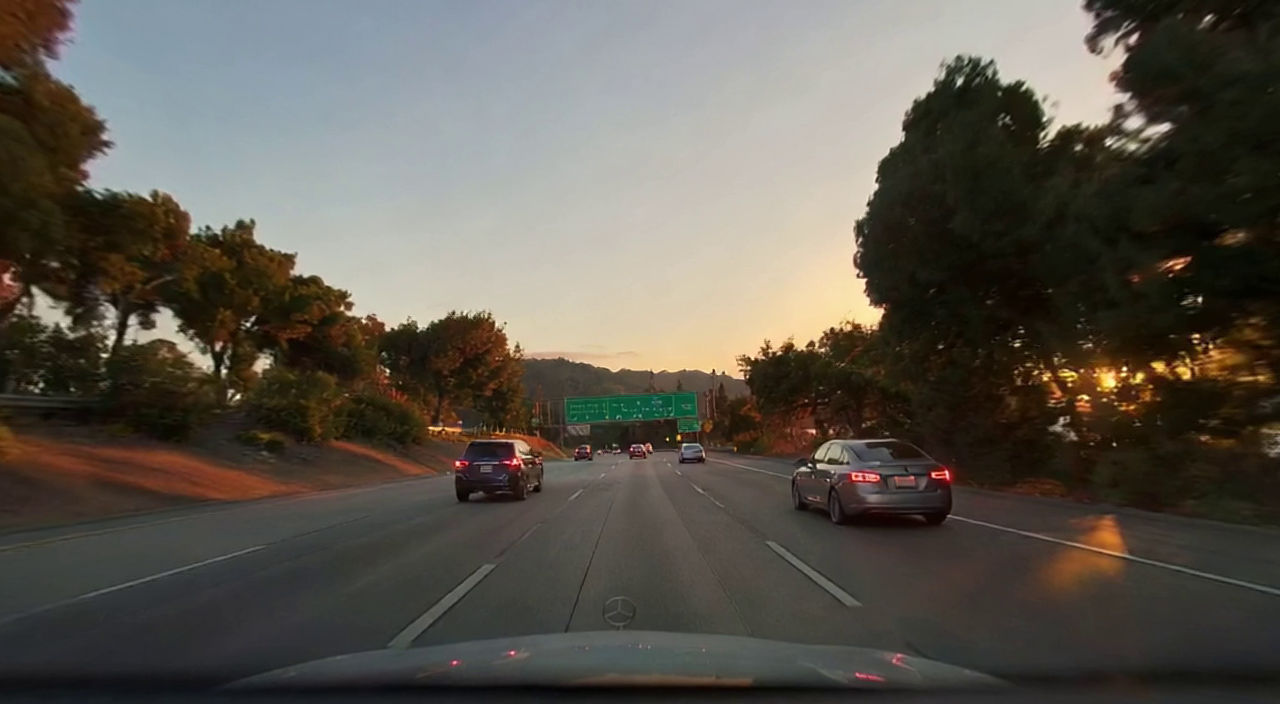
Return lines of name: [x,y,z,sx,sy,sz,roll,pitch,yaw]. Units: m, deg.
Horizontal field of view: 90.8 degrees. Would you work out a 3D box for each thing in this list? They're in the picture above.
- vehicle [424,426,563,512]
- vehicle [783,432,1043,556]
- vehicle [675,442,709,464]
vehicle: [-3.294,2.746,15.269,2.244,1.755,4.417,0,-9,1]
vehicle: [3.717,2.002,9.660,1.947,1.437,4.345,0,-9,-1]
vehicle: [3.633,7.111,44.680,2.021,1.447,3.985,0,-9,-1]
